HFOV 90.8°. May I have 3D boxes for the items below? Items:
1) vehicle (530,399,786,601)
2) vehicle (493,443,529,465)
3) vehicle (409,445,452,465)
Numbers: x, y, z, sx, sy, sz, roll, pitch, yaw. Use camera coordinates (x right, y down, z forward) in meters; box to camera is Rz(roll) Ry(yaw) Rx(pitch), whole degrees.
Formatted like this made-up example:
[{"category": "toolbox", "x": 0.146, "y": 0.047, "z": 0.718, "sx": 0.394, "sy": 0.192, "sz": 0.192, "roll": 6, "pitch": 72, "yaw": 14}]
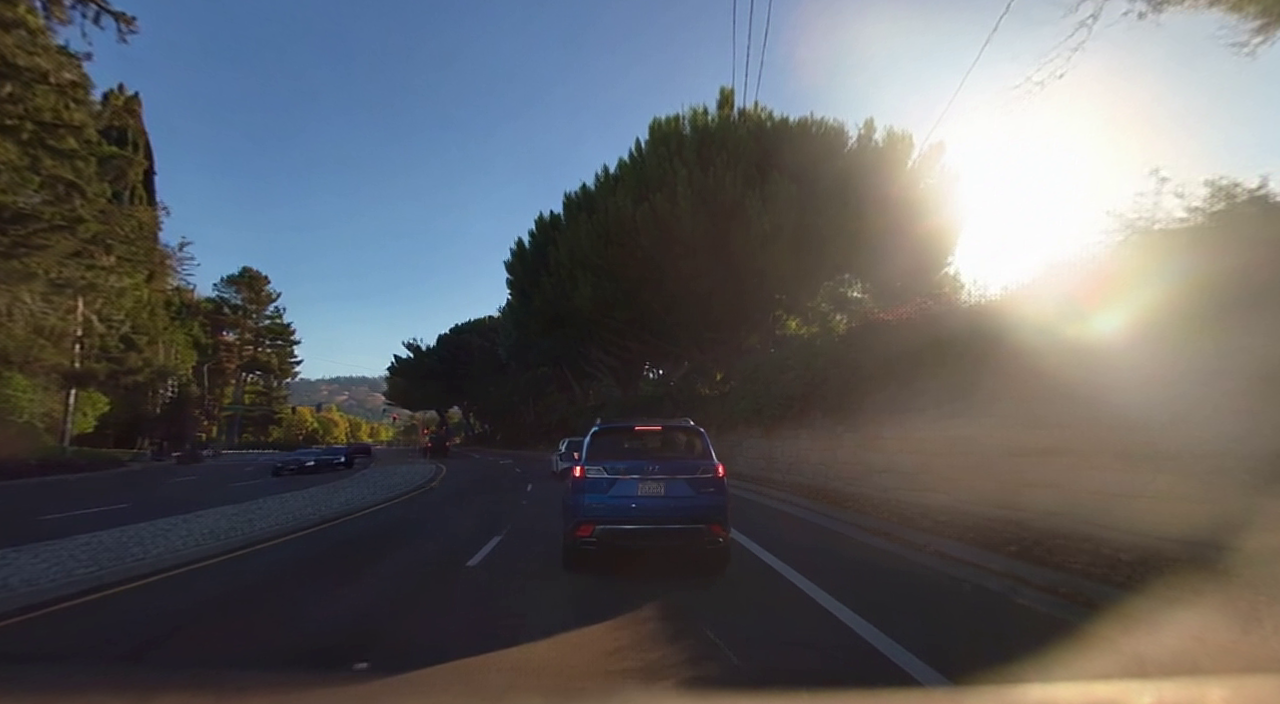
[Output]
[{"category": "vehicle", "x": -0.007, "y": 1.624, "z": 7.831, "sx": 2.287, "sy": 1.762, "sz": 4.269, "roll": 1, "pitch": -8, "yaw": -5}, {"category": "vehicle", "x": -9.431, "y": 7.351, "z": 45.886, "sx": 1.837, "sy": 1.483, "sz": 4.559, "roll": 3, "pitch": -9, "yaw": -21}, {"category": "vehicle", "x": -16.464, "y": 7.997, "z": 49.417, "sx": 2.023, "sy": 1.474, "sz": 4.286, "roll": 6, "pitch": -10, "yaw": -34}]
